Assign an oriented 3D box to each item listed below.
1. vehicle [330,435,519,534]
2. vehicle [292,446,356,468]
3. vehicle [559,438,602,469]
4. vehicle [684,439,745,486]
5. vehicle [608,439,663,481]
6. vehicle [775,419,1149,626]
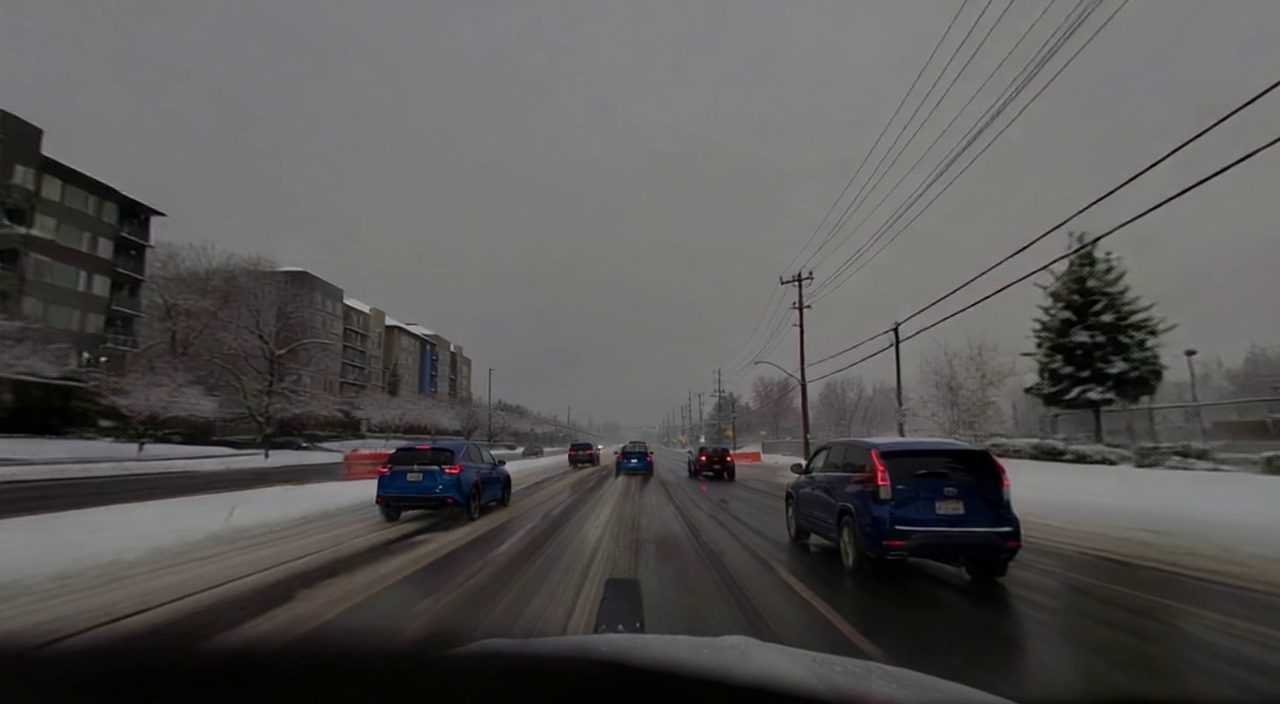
[{"bbox_3d":[-3.644,2.303,11.620,1.968,1.473,4.209,0,-8,0],"label":"vehicle"},{"bbox_3d":[-22.020,7.325,44.238,2.053,1.472,4.526,0,-8,1],"label":"vehicle"},{"bbox_3d":[-3.629,6.282,39.321,2.190,1.832,4.417,0,-8,1],"label":"vehicle"},{"bbox_3d":[3.088,4.664,27.024,2.029,1.797,4.218,0,-8,-1],"label":"vehicle"},{"bbox_3d":[-0.189,4.824,28.546,2.291,1.714,4.217,0,-8,0],"label":"vehicle"},{"bbox_3d":[2.959,1.635,7.020,1.975,1.598,4.025,0,-8,-1],"label":"vehicle"}]
